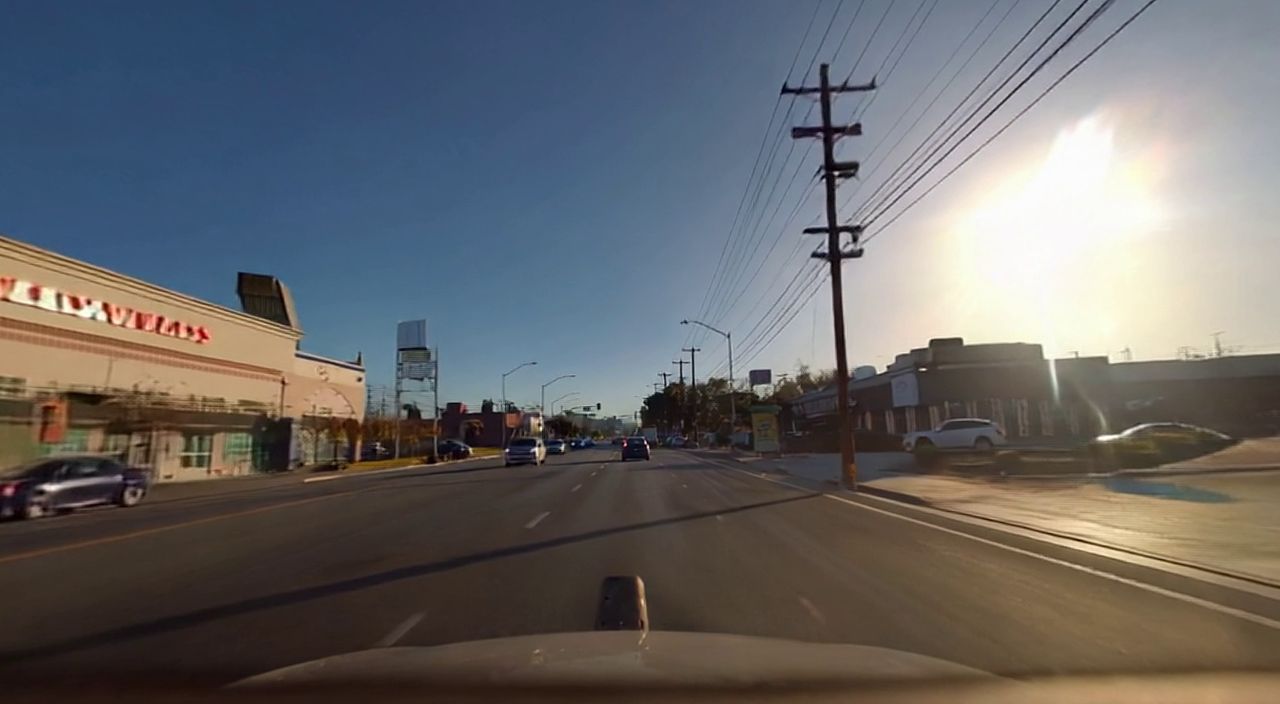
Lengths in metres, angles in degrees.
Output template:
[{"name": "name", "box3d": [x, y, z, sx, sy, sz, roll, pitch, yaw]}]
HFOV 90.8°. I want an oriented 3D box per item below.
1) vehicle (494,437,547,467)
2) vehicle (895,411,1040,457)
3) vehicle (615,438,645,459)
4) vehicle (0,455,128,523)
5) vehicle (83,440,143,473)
[{"name": "vehicle", "box3d": [-6.490, 5.485, 34.794, 1.987, 1.515, 4.789, 0, -8, 0]}, {"name": "vehicle", "box3d": [13.527, 3.421, 26.301, 4.836, 1.750, 2.079, 0, -8, -1]}, {"name": "vehicle", "box3d": [-0.703, 7.130, 46.878, 2.097, 1.472, 4.544, 0, -8, 0]}, {"name": "vehicle", "box3d": [-14.825, 3.216, 15.060, 1.753, 1.401, 4.223, 0, -8, -1]}, {"name": "vehicle", "box3d": [-27.791, 5.467, 33.424, 2.002, 1.592, 4.739, 7, -10, -36]}]
